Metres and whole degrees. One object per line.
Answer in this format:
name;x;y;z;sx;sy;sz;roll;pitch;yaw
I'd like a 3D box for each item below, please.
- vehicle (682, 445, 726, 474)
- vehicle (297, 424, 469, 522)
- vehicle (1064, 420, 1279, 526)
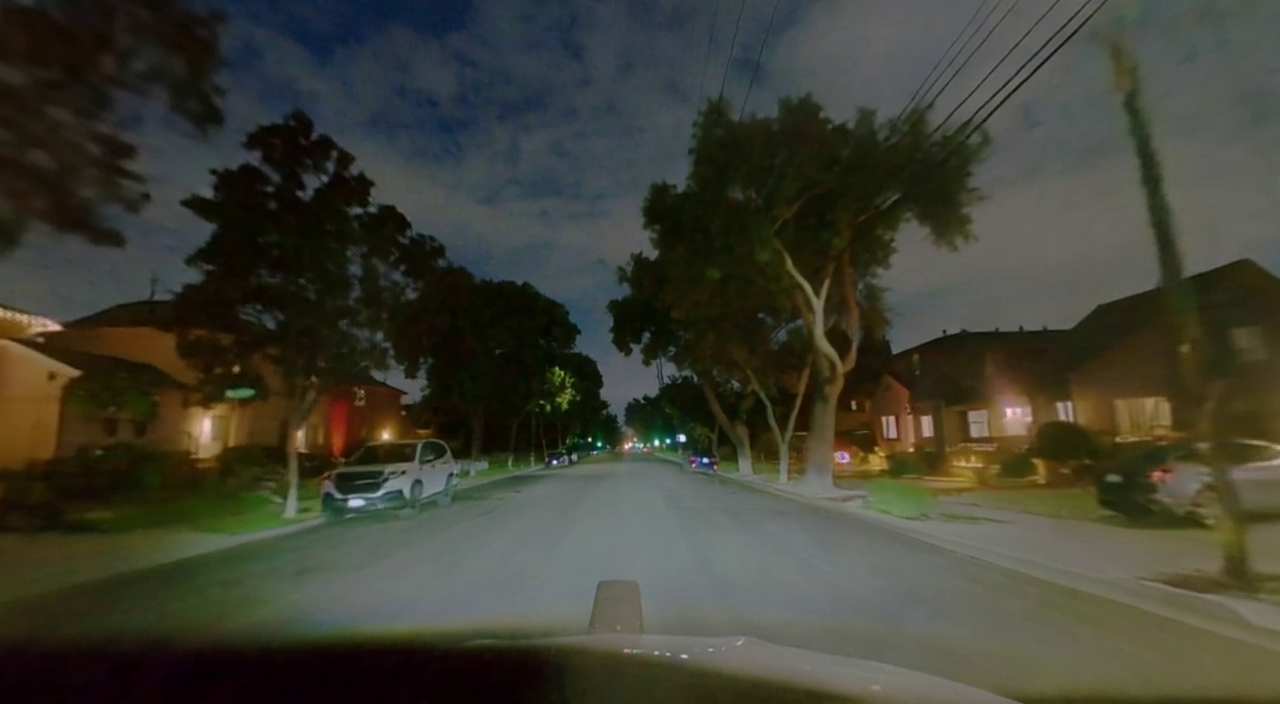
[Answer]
vehicle;3.609;6.202;36.659;1.996;1.585;4.371;0;-9;-1
vehicle;-5.918;2.838;15.451;2.341;1.942;5.044;0;-9;-3
vehicle;10.030;1.969;10.533;4.497;1.564;1.948;0;-9;-2
